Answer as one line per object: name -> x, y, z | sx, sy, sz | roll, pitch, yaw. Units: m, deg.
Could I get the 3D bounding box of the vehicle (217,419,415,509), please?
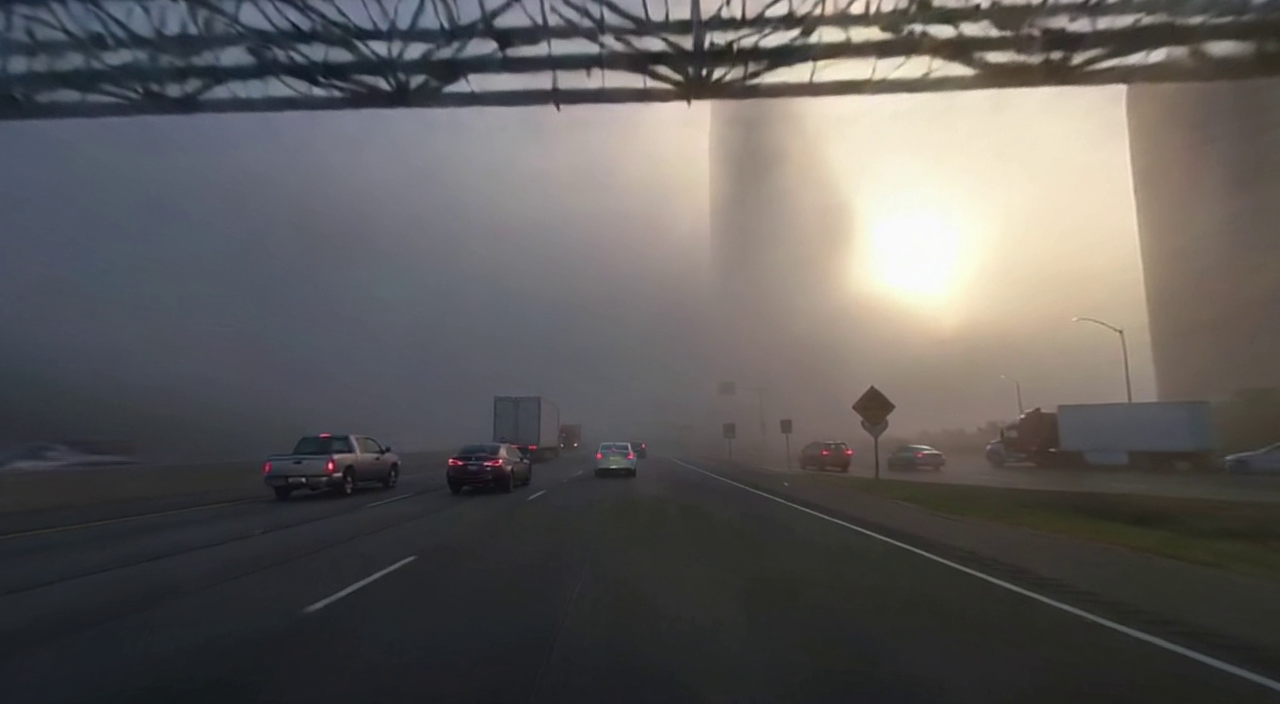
vehicle -> -7.522, 2.656, 15.374 | 2.190, 1.821, 4.800 | 0, -9, 1

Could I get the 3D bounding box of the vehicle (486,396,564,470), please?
vehicle -> -5.791, 4.347, 33.184 | 2.955, 3.359, 8.322 | 1, -9, -4

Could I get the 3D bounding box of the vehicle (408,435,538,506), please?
vehicle -> -3.988, 2.904, 15.873 | 2.016, 1.497, 4.235 | 0, -9, 2

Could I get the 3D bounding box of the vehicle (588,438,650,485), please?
vehicle -> -0.677, 3.831, 22.235 | 1.991, 1.488, 3.922 | 0, -9, 0

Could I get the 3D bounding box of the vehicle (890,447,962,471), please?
vehicle -> 18.679, 6.988, 41.282 | 1.902, 1.494, 4.239 | 3, -9, -17

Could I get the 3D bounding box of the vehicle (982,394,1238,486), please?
vehicle -> 22.788, 4.401, 31.254 | 3.015, 3.855, 9.519 | 8, -12, -42

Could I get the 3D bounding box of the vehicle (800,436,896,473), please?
vehicle -> 12.050, 5.988, 37.048 | 2.415, 1.972, 5.572 | 3, -9, -18

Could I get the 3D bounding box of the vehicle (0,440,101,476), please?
vehicle -> -29.994, 5.229, 31.329 | 2.002, 1.660, 4.883 | 0, -9, -1
